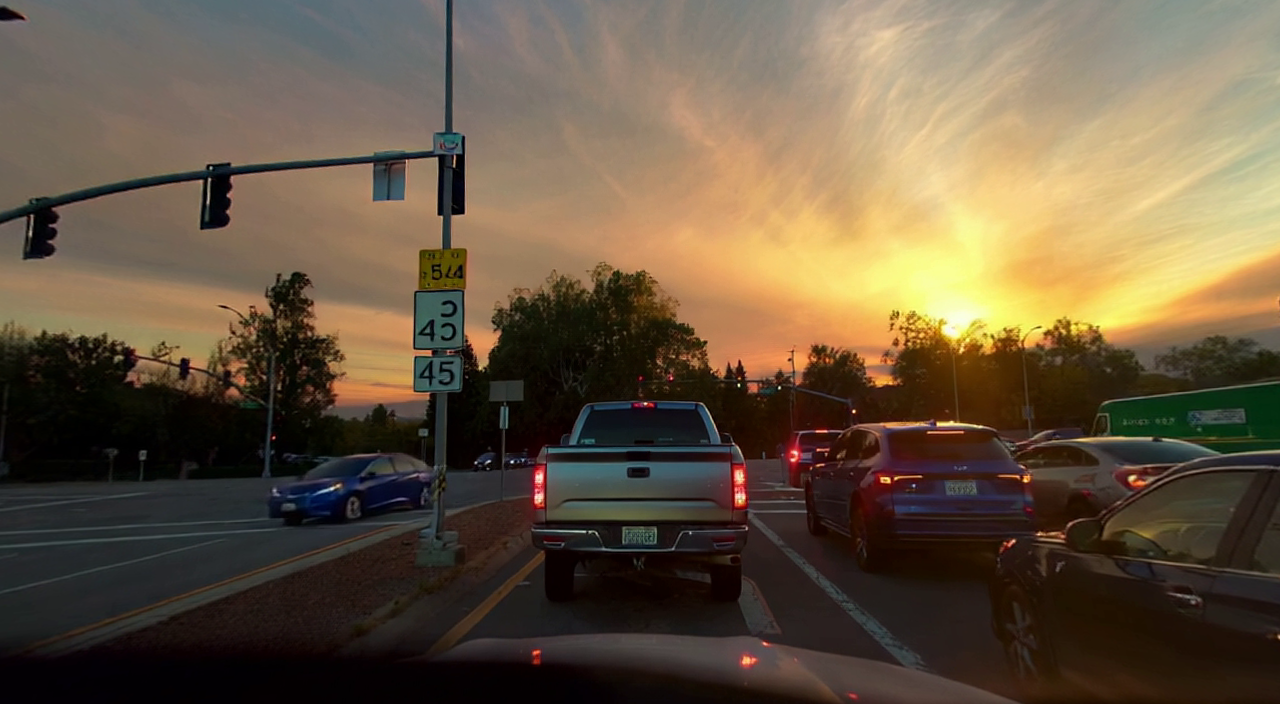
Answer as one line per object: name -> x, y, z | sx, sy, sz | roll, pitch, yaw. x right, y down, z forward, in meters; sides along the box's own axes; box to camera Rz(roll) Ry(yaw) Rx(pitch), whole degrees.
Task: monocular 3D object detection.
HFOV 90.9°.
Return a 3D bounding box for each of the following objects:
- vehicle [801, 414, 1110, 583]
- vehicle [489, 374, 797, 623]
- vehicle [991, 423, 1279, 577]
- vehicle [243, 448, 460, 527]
vehicle -> 3.580, 1.717, 8.186 | 1.981, 1.616, 4.006 | 0, -8, 1
vehicle -> 0.053, 1.474, 7.346 | 2.326, 1.880, 4.964 | 0, -8, 1
vehicle -> 6.834, 1.740, 8.271 | 1.973, 1.470, 4.228 | 0, -8, 0
vehicle -> -6.805, 3.208, 15.724 | 2.410, 1.596, 4.931 | -2, -9, 11
